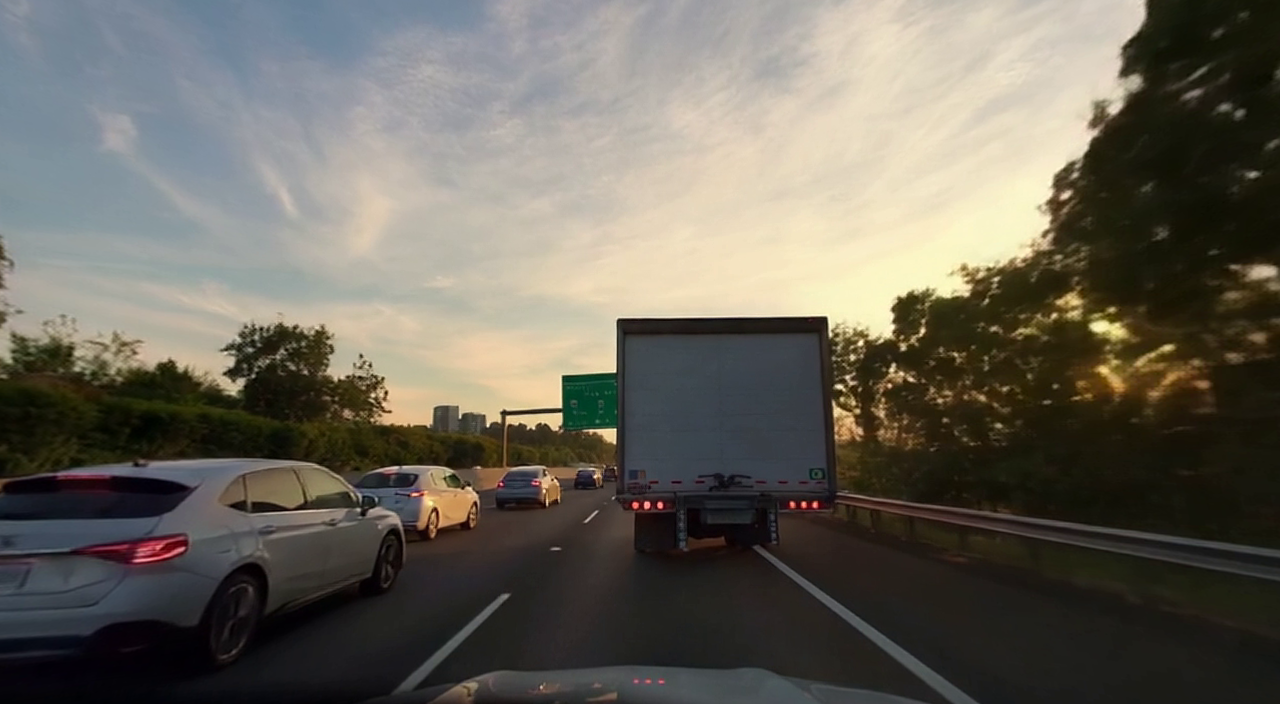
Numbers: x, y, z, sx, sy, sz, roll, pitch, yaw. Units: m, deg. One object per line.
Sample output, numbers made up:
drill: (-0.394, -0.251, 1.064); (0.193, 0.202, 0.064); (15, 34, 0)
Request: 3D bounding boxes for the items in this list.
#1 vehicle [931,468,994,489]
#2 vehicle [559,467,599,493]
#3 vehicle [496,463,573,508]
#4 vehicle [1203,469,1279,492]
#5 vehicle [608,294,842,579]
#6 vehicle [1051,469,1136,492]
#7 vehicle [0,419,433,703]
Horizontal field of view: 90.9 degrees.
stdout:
vehicle: (24.418, 9.556, 47.814); (4.107, 1.485, 1.796); (-5, -12, 27)
vehicle: (-3.524, 7.466, 36.849); (1.867, 1.418, 3.670); (0, -11, 1)
vehicle: (-3.768, 4.885, 23.314); (1.964, 1.482, 4.371); (0, -11, 1)
vehicle: (41.179, 8.764, 42.904); (3.974, 1.485, 1.709); (1, -11, -2)
vehicle: (0.950, 1.797, 12.196); (2.831, 3.529, 8.689); (1, -11, -1)
vehicle: (31.372, 8.883, 43.702); (4.299, 1.465, 1.807); (-2, -11, 13)
vehicle: (-3.511, 1.485, 5.137); (1.983, 1.509, 4.679); (1, -11, 1)
